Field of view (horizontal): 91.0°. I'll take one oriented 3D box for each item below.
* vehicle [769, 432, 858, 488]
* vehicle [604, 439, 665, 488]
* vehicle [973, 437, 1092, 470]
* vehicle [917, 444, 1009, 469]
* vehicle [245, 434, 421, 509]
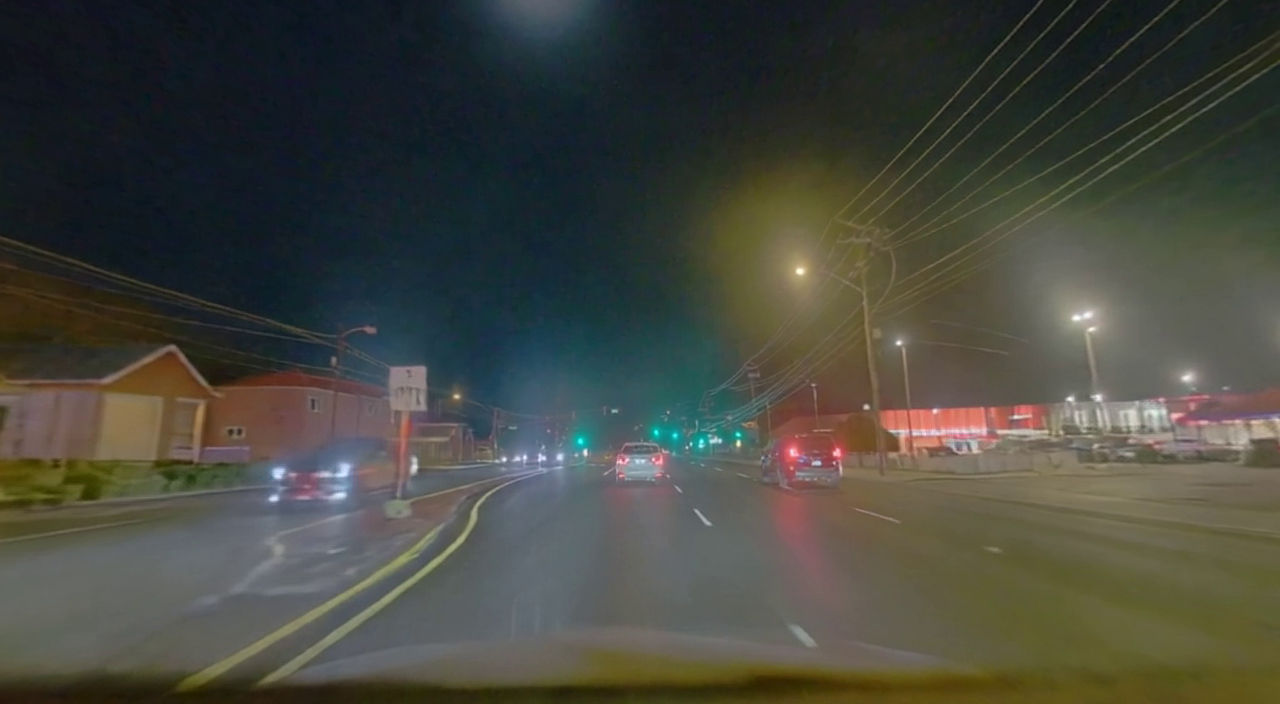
[{"bbox_3d":[6.394,4.025,23.778,2.061,1.889,4.268,0,-9,-1],"label":"vehicle"},{"bbox_3d":[-0.206,4.205,24.098,2.138,1.702,4.168,0,-9,0],"label":"vehicle"},{"bbox_3d":[19.006,4.941,30.638,4.415,1.519,1.907,0,-9,1],"label":"vehicle"},{"bbox_3d":[18.519,5.996,36.233,4.165,1.386,1.999,0,-9,0],"label":"vehicle"},{"bbox_3d":[-8.066,3.181,17.273,2.283,1.715,4.918,0,-9,1],"label":"vehicle"}]
